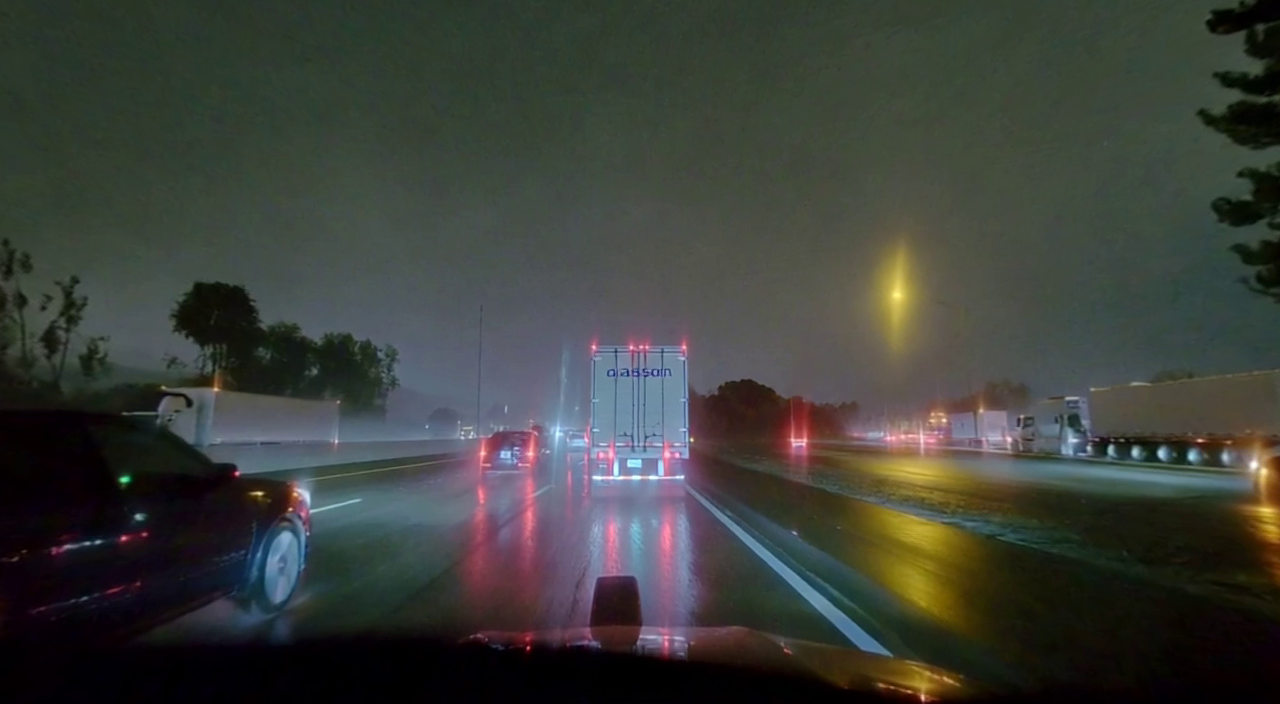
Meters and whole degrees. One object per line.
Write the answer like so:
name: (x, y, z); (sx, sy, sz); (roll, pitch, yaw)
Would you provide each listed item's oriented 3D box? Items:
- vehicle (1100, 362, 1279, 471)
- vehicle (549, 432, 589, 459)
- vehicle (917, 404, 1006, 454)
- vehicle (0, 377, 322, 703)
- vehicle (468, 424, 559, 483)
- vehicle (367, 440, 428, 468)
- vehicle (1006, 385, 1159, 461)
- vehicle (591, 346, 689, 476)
vehicle: (19.128, 2.247, 21.124); (2.595, 3.137, 6.079); (0, -8, 0)
vehicle: (-4.184, 5.603, 37.702); (1.921, 1.524, 3.912); (0, -8, 0)
vehicle: (18.965, 4.600, 37.489); (2.432, 2.753, 5.388); (0, -8, 1)
vehicle: (-3.665, 0.925, 3.033); (1.964, 1.507, 4.361); (0, -8, 0)
vehicle: (-3.707, 3.043, 19.186); (1.946, 1.599, 4.073); (0, -8, 0)
vehicle: (-15.390, 6.453, 40.189); (1.948, 1.625, 4.708); (0, -8, 0)
vehicle: (19.378, 3.219, 28.062); (2.443, 3.006, 5.844); (0, -8, 0)
vehicle: (-0.052, 2.641, 26.005); (3.171, 4.204, 11.036); (0, -8, -1)
